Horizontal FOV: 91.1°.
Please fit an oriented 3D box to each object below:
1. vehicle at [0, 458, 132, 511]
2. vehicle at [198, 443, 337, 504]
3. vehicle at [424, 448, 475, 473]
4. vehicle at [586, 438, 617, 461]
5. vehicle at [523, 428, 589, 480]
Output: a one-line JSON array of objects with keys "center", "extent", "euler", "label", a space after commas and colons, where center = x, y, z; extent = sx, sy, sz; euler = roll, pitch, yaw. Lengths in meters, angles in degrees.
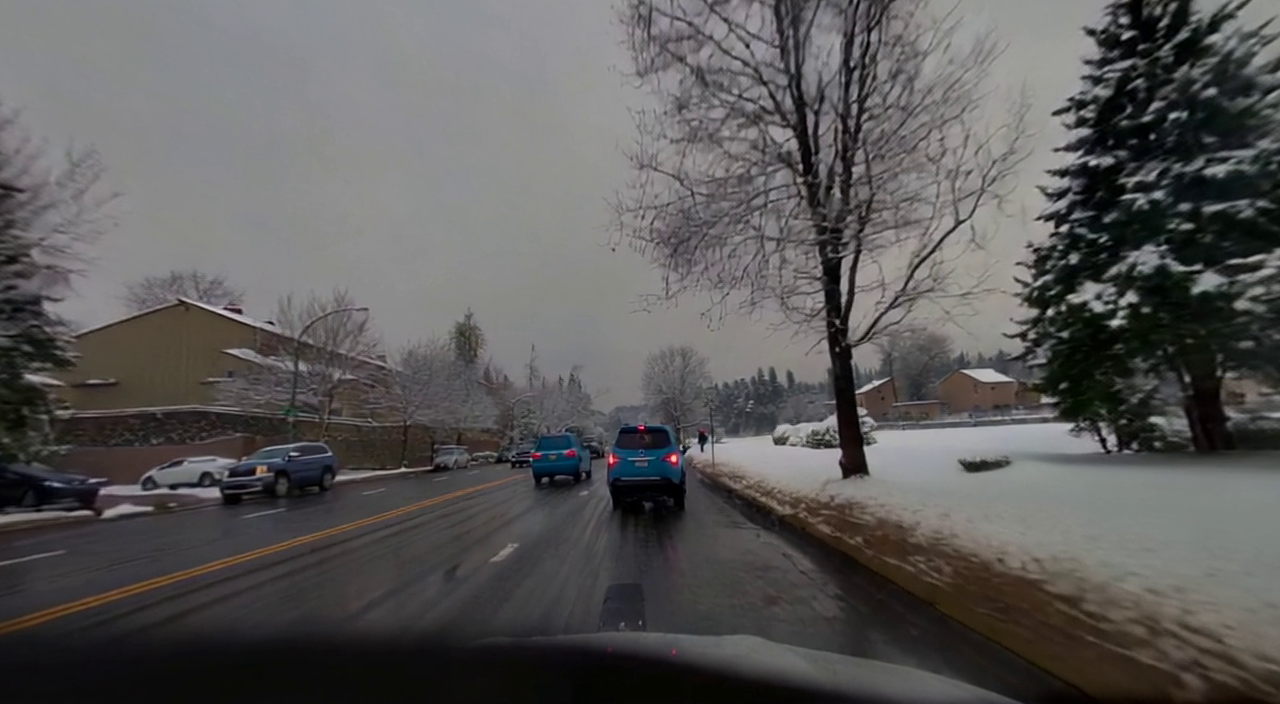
[{"center": [-18.855, 4.042, 19.347], "extent": [4.635, 1.487, 1.969], "euler": [0, -8, -1], "label": "vehicle"}, {"center": [-12.367, 4.010, 21.301], "extent": [1.928, 1.800, 4.632], "euler": [0, -8, -1], "label": "vehicle"}, {"center": [-12.193, 6.951, 40.518], "extent": [1.887, 1.469, 4.691], "euler": [0, -9, -1], "label": "vehicle"}, {"center": [-2.834, 7.236, 46.781], "extent": [2.007, 1.615, 3.758], "euler": [-1, -8, 1], "label": "vehicle"}, {"center": [-3.134, 3.911, 24.291], "extent": [1.908, 1.809, 4.230], "euler": [-1, -8, 1], "label": "vehicle"}]
